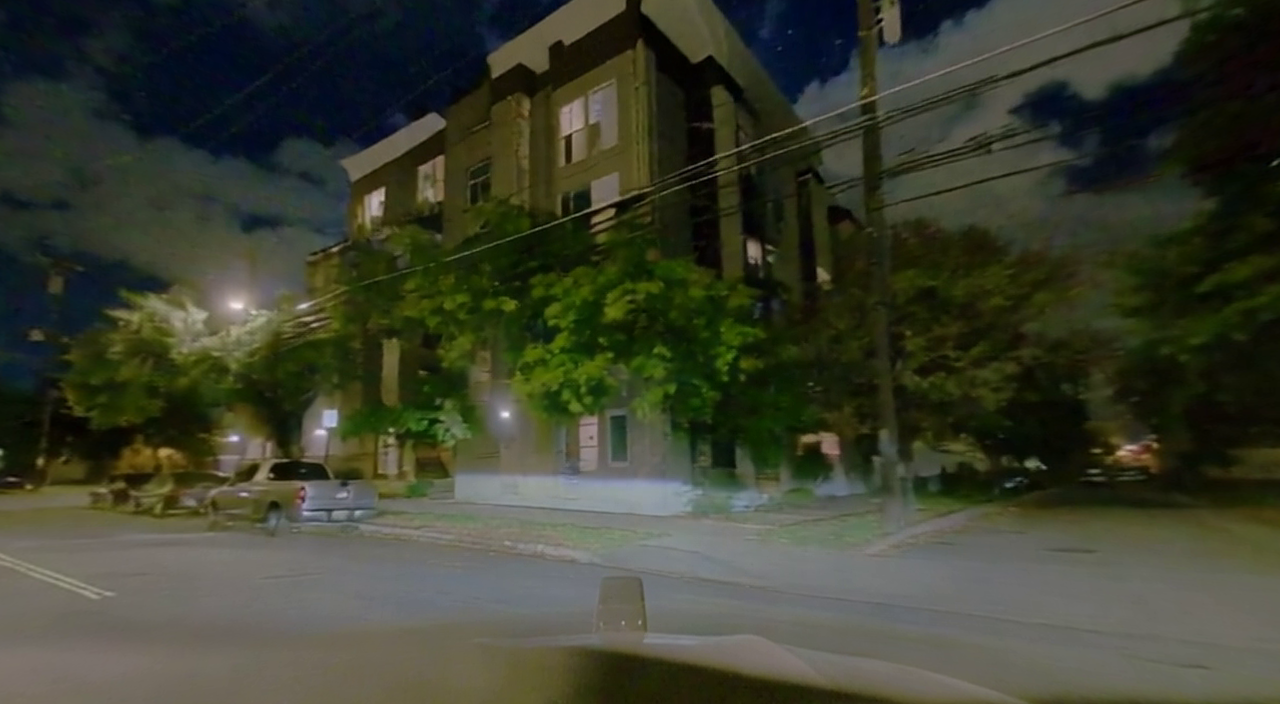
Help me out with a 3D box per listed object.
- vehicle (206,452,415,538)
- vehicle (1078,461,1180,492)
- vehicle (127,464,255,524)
[{"bbox_3d":[-7.808,3.263,14.689,5.170,1.626,2.272,-9,-14,37],"label":"vehicle"},{"bbox_3d":[29.918,7.586,38.531,4.700,1.677,1.927,-6,-10,37],"label":"vehicle"},{"bbox_3d":[-14.056,4.332,19.577,4.652,1.494,1.868,-6,-10,37],"label":"vehicle"}]
